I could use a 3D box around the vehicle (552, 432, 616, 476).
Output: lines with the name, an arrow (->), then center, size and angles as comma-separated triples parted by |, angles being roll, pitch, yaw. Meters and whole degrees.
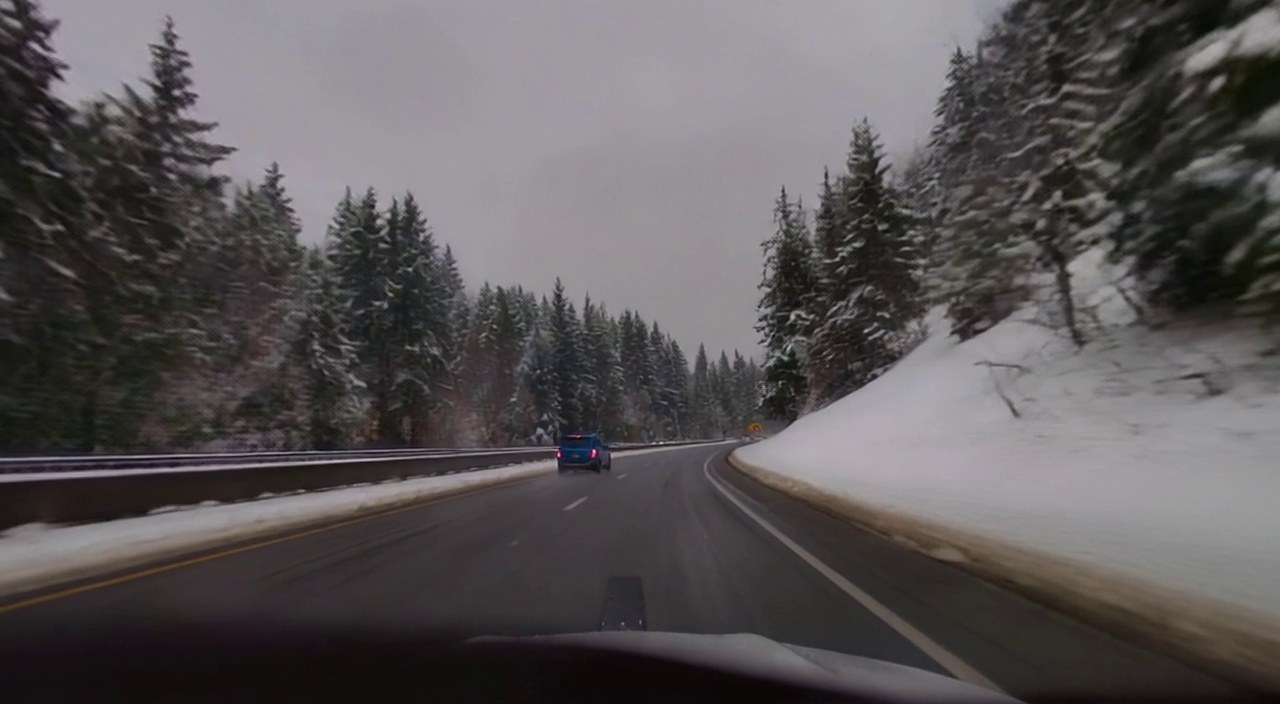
vehicle -> -2.322, 4.422, 27.501 | 2.005, 1.752, 4.479 | -1, -8, 5
